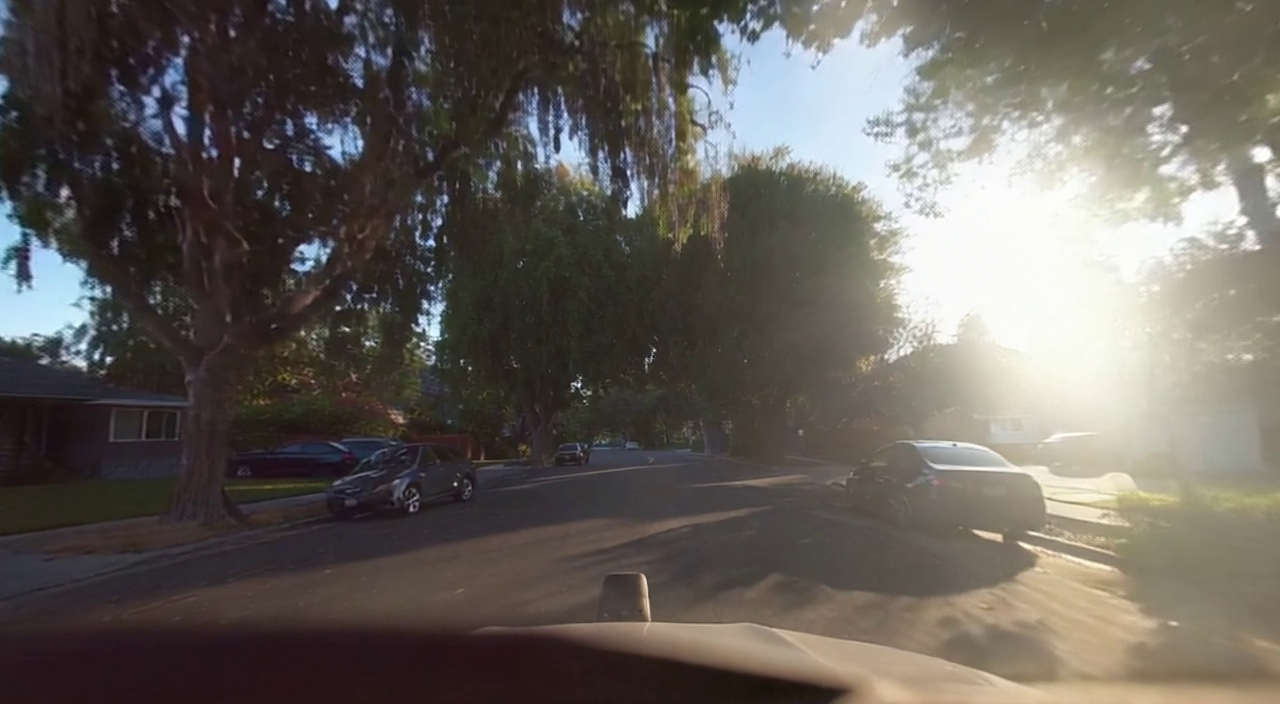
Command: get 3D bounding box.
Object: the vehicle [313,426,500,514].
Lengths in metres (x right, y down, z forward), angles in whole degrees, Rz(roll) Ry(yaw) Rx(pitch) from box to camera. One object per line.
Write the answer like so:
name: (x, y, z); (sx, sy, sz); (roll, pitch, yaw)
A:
vehicle: (-4.900, 2.627, 13.995); (1.943, 1.433, 4.717); (-7, -11, 5)

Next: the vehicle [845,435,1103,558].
vehicle: (4.771, 2.039, 9.956); (1.931, 1.395, 4.793); (0, -7, 6)
